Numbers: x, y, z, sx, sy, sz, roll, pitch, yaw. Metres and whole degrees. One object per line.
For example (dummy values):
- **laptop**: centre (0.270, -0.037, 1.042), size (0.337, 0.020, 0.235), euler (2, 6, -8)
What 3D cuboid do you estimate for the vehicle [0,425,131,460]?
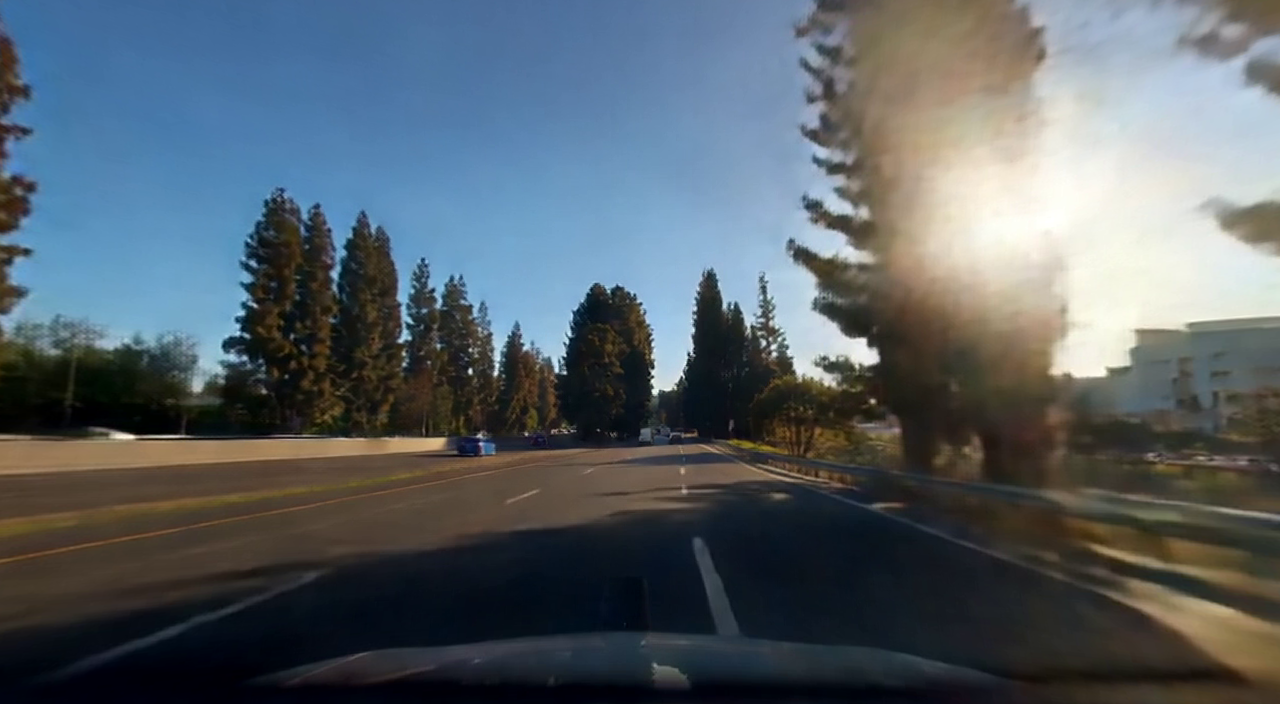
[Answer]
- **vehicle**: centre (-33.738, 5.320, 37.150), size (2.354, 1.857, 5.774), euler (-1, -8, 6)
